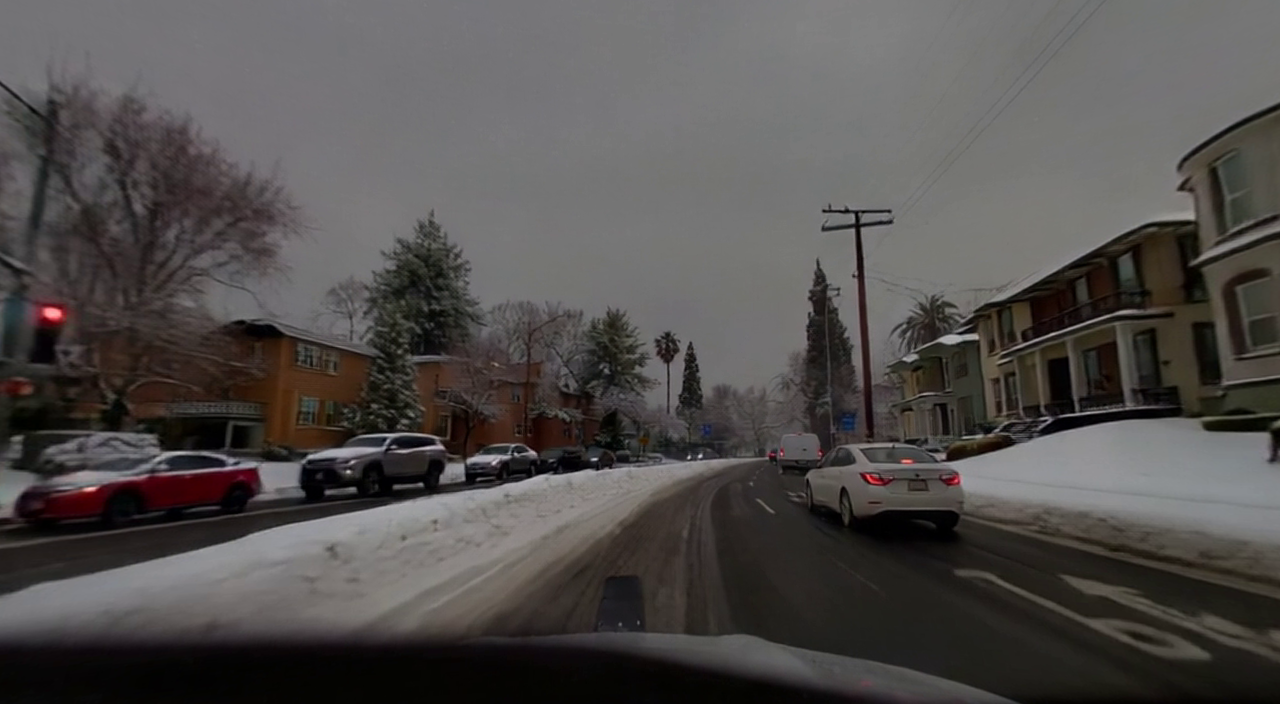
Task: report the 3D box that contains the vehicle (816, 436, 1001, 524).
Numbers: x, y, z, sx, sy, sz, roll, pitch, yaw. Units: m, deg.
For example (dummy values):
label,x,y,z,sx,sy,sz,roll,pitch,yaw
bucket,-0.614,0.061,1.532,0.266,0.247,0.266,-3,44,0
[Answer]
label,x,y,z,sx,sy,sz,roll,pitch,yaw
vehicle,5.453,2.643,13.654,2.096,1.552,4.519,0,-9,2

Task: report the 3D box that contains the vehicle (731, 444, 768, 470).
label,x,y,z,sx,sy,sz,roll,pitch,yaw
vehicle,7.154,6.816,40.997,1.923,1.576,4.026,-3,-9,16

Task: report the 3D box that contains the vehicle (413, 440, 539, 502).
label,x,y,z,sx,sy,sz,roll,pitch,yaw
vehicle,-4.655,3.411,18.625,1.852,1.498,4.238,-5,-9,12

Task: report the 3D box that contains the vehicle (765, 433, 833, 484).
label,x,y,z,sx,sy,sz,roll,pitch,yaw
vehicle,6.727,4.563,27.224,2.109,2.002,4.424,-1,-9,5

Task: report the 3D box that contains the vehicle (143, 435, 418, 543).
label,x,y,z,sx,sy,sz,roll,pitch,yaw
vehicle,-6.368,2.397,12.028,1.959,1.515,4.668,-2,-7,10

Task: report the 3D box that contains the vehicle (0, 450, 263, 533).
label,x,y,z,sx,sy,sz,roll,pitch,yaw
vehicle,-9.923,2.661,12.664,1.891,1.358,3.828,-2,-9,12

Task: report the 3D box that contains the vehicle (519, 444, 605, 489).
label,x,y,z,sx,sy,sz,roll,pitch,yaw
vehicle,-3.178,4.780,26.745,2.081,1.453,4.698,-4,-7,12
